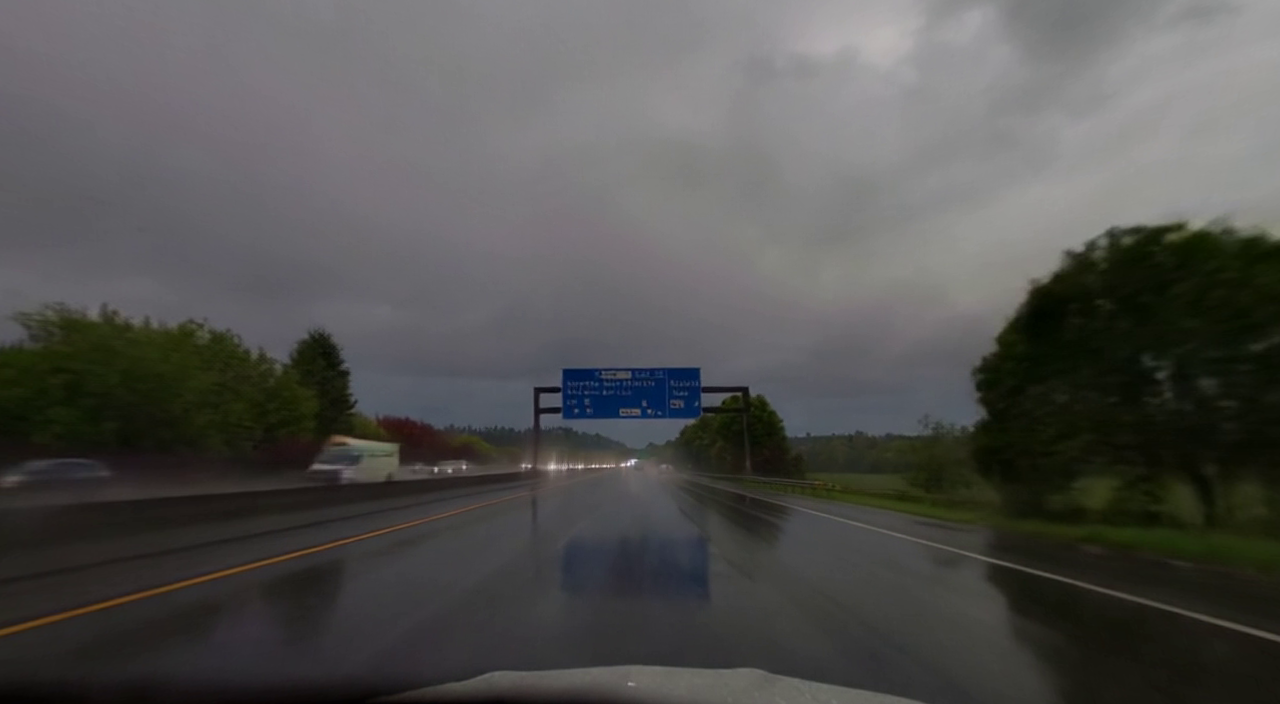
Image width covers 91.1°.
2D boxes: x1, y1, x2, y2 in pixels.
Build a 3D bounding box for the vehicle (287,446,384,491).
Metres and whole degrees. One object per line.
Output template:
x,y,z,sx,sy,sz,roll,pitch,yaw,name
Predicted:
-15.120,5.853,31.575,2.360,1.999,4.727,0,-10,1,vehicle
